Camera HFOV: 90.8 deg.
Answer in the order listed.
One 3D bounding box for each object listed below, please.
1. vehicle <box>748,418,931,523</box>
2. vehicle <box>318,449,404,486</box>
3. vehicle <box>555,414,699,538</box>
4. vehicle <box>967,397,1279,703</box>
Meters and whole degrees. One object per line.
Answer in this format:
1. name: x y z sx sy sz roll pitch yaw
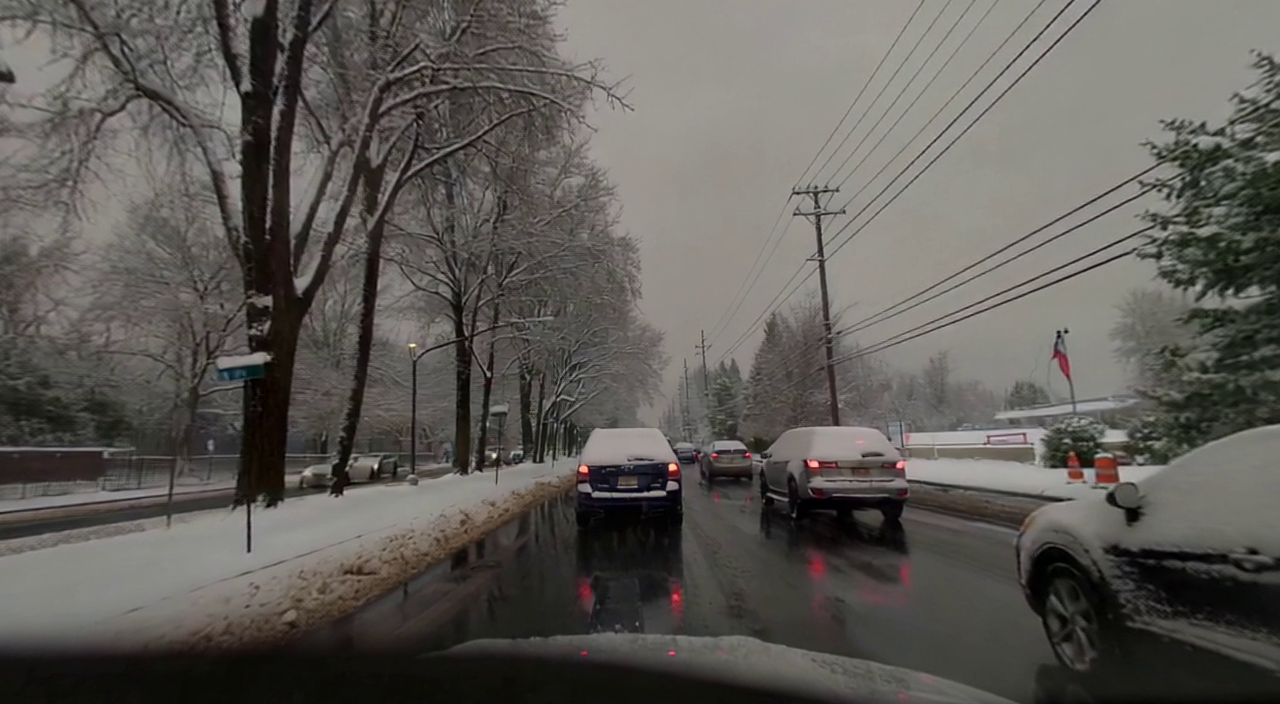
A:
1. vehicle: 3.788 2.341 13.076 2.116 1.726 4.672 0 -8 -2
2. vehicle: -12.345 5.119 28.282 1.836 1.451 4.456 0 -8 0
3. vehicle: -0.238 2.062 11.107 2.050 1.745 3.915 0 -8 -1
4. vehicle: 3.425 0.891 2.331 1.977 1.460 4.565 0 -8 0
